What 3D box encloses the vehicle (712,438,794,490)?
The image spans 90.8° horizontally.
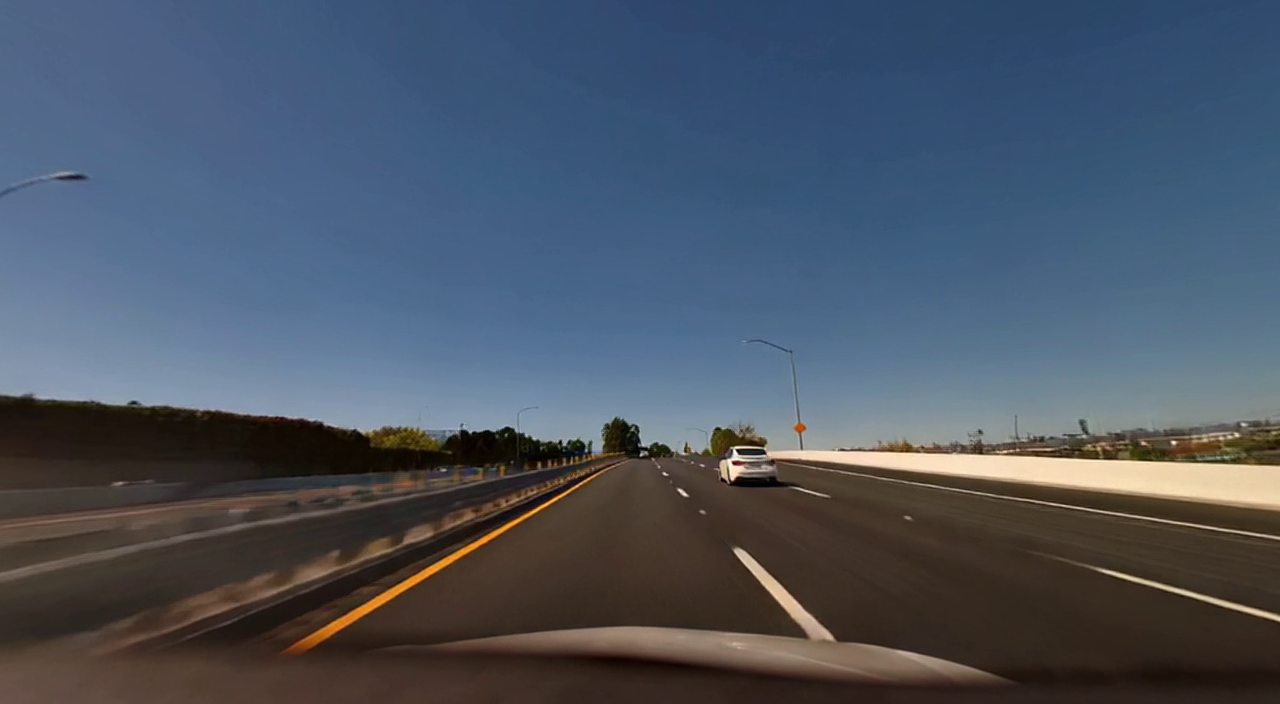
[{"bbox_3d":[3.556,3.622,20.688,1.874,1.506,4.116,0,-9,0],"label":"vehicle"}]
